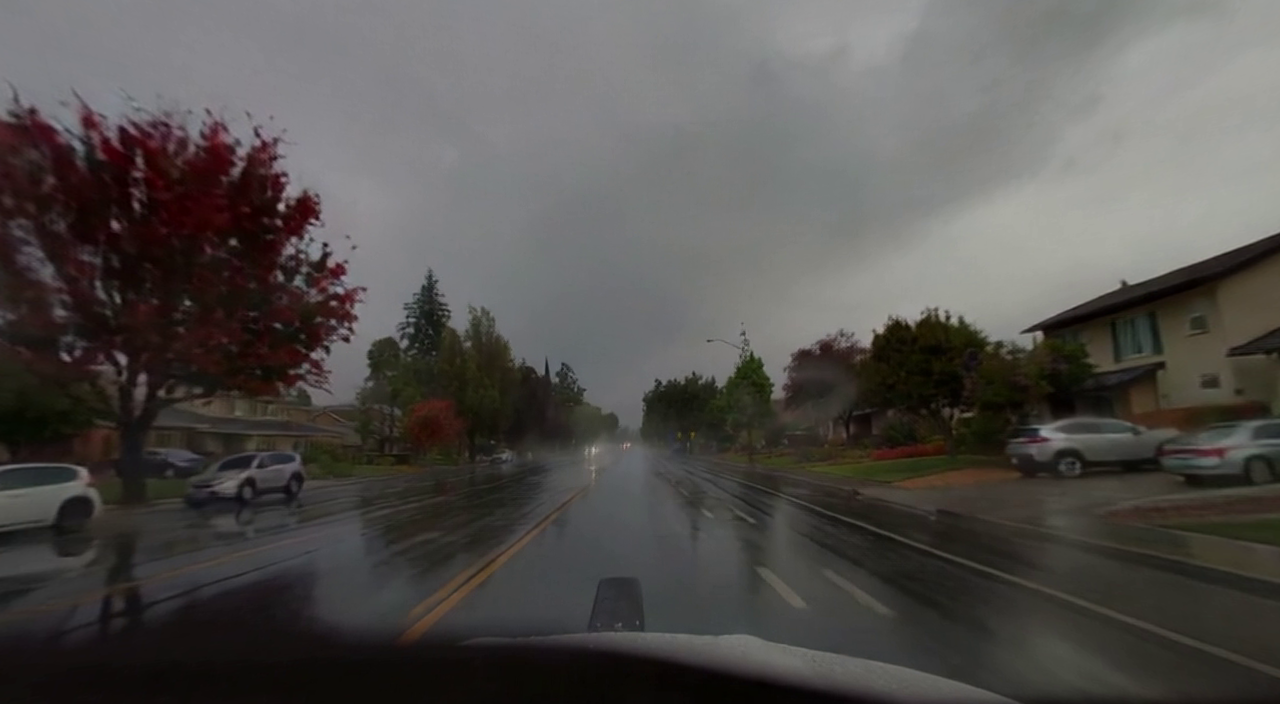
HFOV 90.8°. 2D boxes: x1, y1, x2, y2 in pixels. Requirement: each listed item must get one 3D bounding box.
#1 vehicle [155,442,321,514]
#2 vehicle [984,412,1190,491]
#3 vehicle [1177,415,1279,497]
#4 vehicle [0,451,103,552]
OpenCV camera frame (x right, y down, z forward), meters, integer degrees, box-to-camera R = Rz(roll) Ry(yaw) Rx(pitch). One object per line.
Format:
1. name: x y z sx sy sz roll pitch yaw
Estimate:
1. vehicle: -12.167 3.787 19.614 2.105 1.930 4.541 0 -8 0
2. vehicle: 12.295 2.727 17.596 4.194 1.850 1.951 -2 -7 -3
3. vehicle: 15.456 2.332 14.375 4.584 1.715 2.028 0 -8 -1
4. vehicle: -12.003 2.571 10.375 2.007 1.663 5.077 -2 -7 -1
